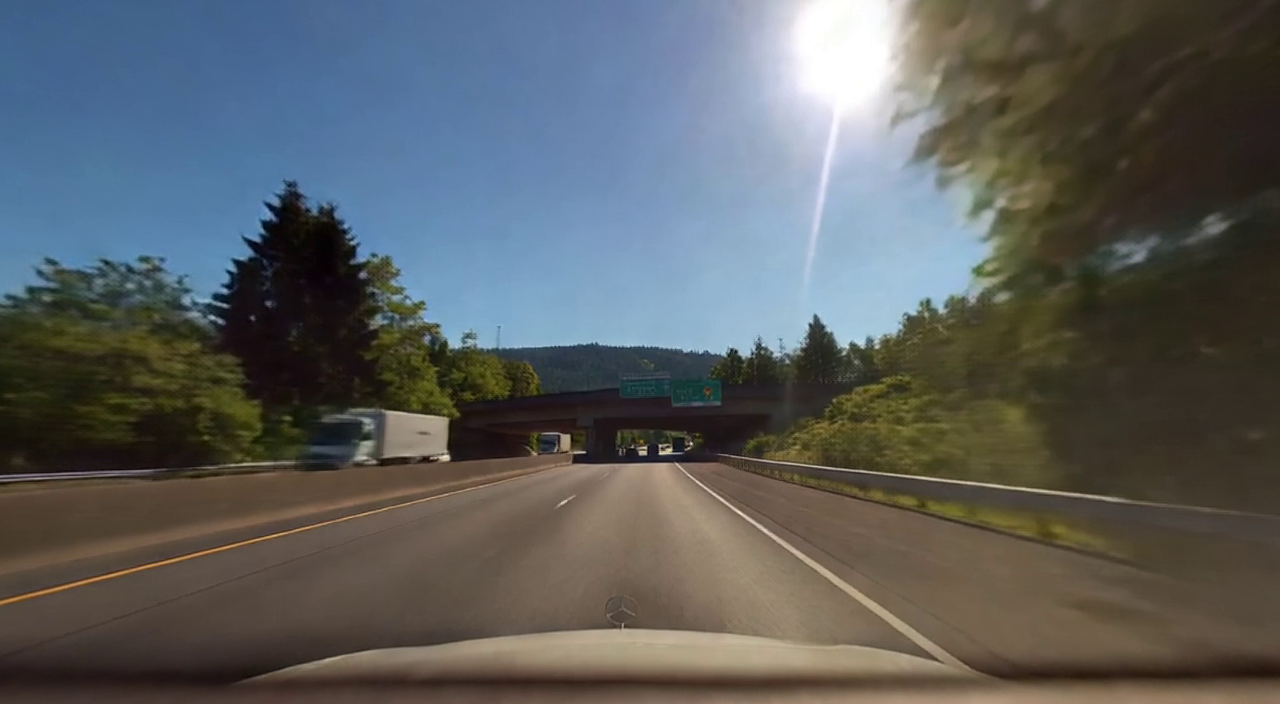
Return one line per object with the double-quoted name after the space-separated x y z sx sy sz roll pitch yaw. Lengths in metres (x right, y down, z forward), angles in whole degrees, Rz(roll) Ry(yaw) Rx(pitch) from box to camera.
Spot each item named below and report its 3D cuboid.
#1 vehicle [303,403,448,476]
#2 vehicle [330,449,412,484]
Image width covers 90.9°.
-16.684 5.869 41.740 2.886 3.974 14.639 0 -9 2 "vehicle"
-12.488 5.301 29.574 1.800 1.470 4.577 0 -9 1 "vehicle"
